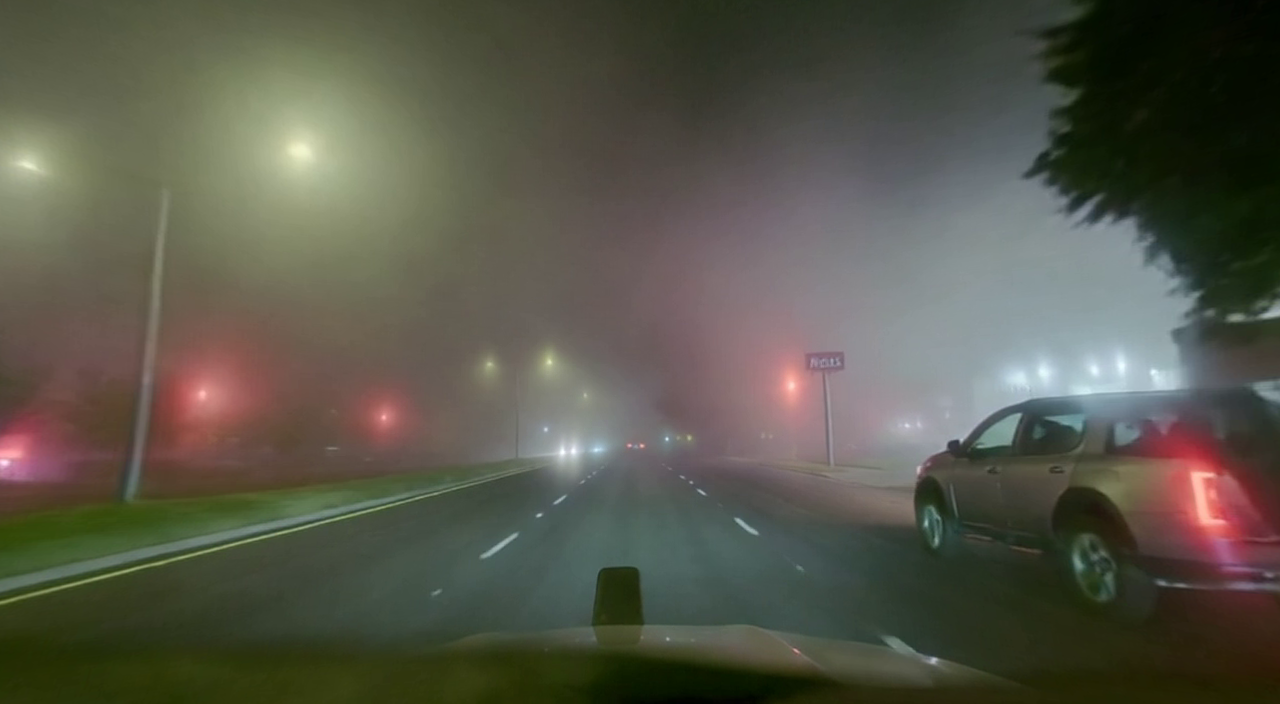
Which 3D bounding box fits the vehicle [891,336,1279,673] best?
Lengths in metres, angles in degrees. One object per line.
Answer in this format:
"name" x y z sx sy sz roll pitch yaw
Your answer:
"vehicle" 4.711 1.244 6.277 2.185 1.956 5.128 0 -8 -1
